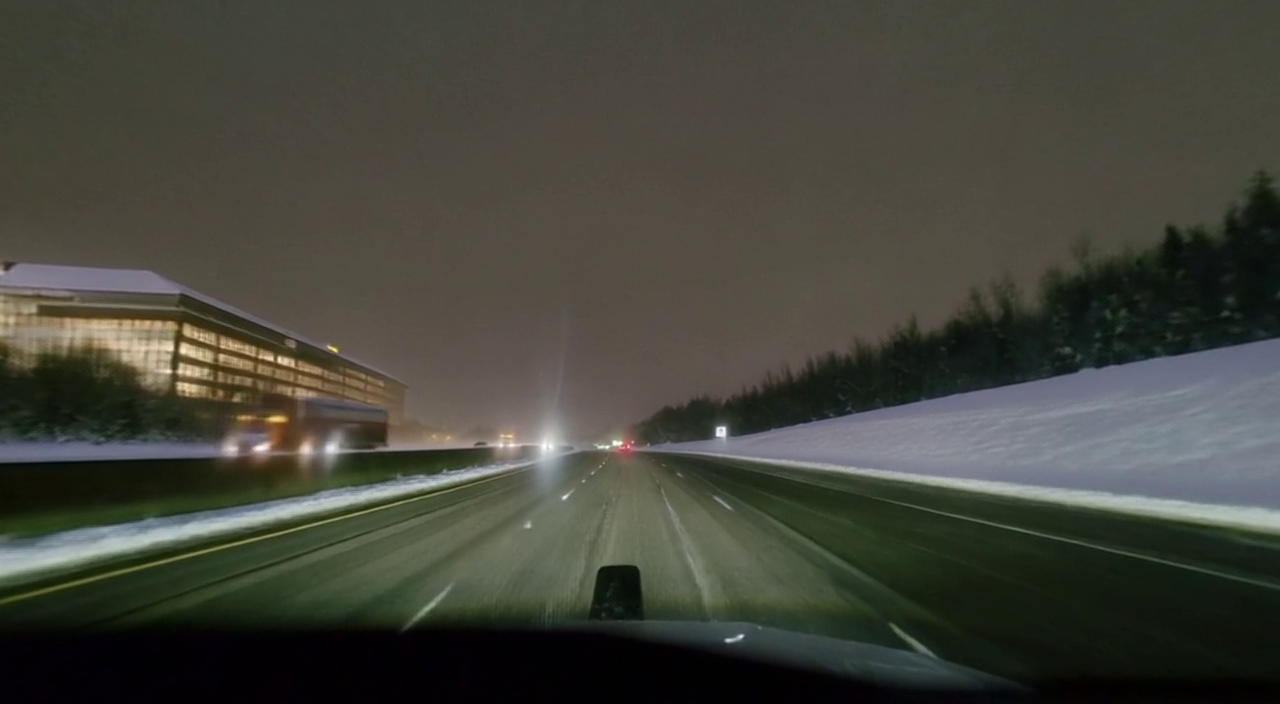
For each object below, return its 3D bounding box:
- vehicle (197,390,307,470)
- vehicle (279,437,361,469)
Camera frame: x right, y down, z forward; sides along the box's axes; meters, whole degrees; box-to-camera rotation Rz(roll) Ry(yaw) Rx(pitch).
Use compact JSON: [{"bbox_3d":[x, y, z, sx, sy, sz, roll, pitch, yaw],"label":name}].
[{"bbox_3d":[-20.950,4.280,34.163,3.198,4.081,3.981,0,-9,0],"label":"vehicle"},{"bbox_3d":[-16.576,5.275,32.761,1.906,1.506,4.562,0,-9,0],"label":"vehicle"}]
